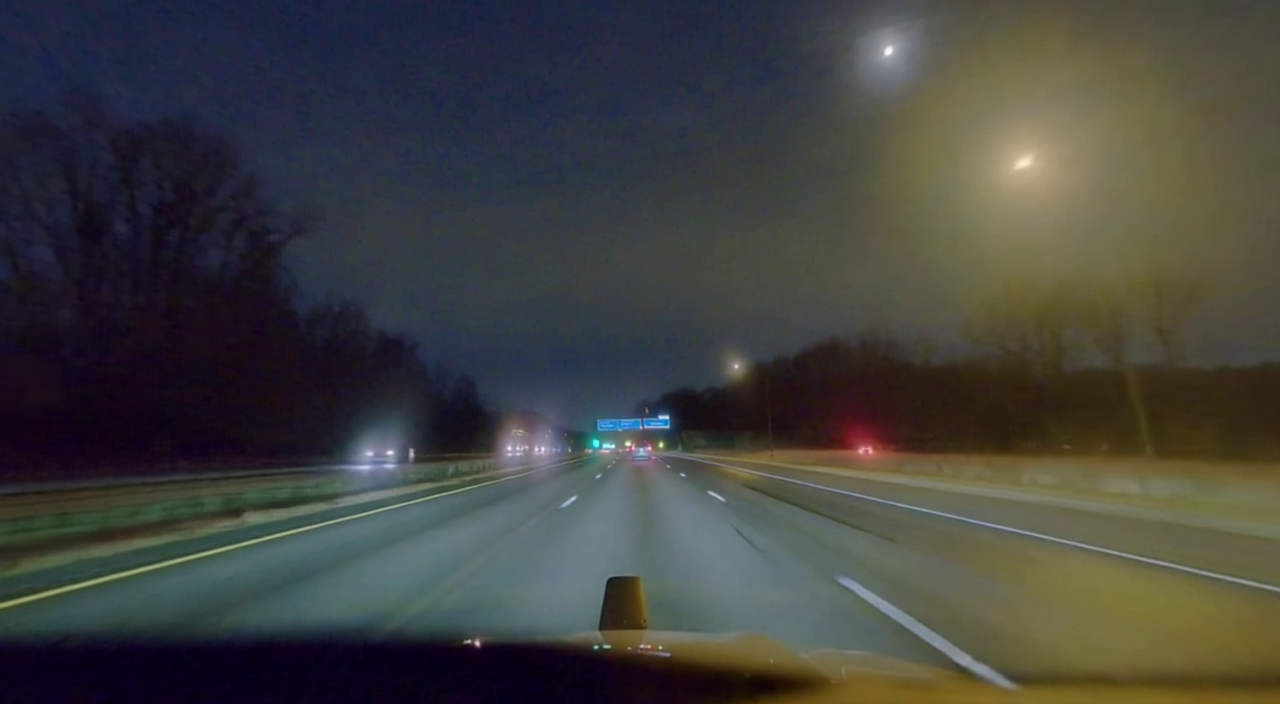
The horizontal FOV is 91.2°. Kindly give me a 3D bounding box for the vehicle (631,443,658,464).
[{"bbox_3d":[0.308,7.293,45.175,1.859,1.478,3.799,0,-8,0],"label":"vehicle"}]
